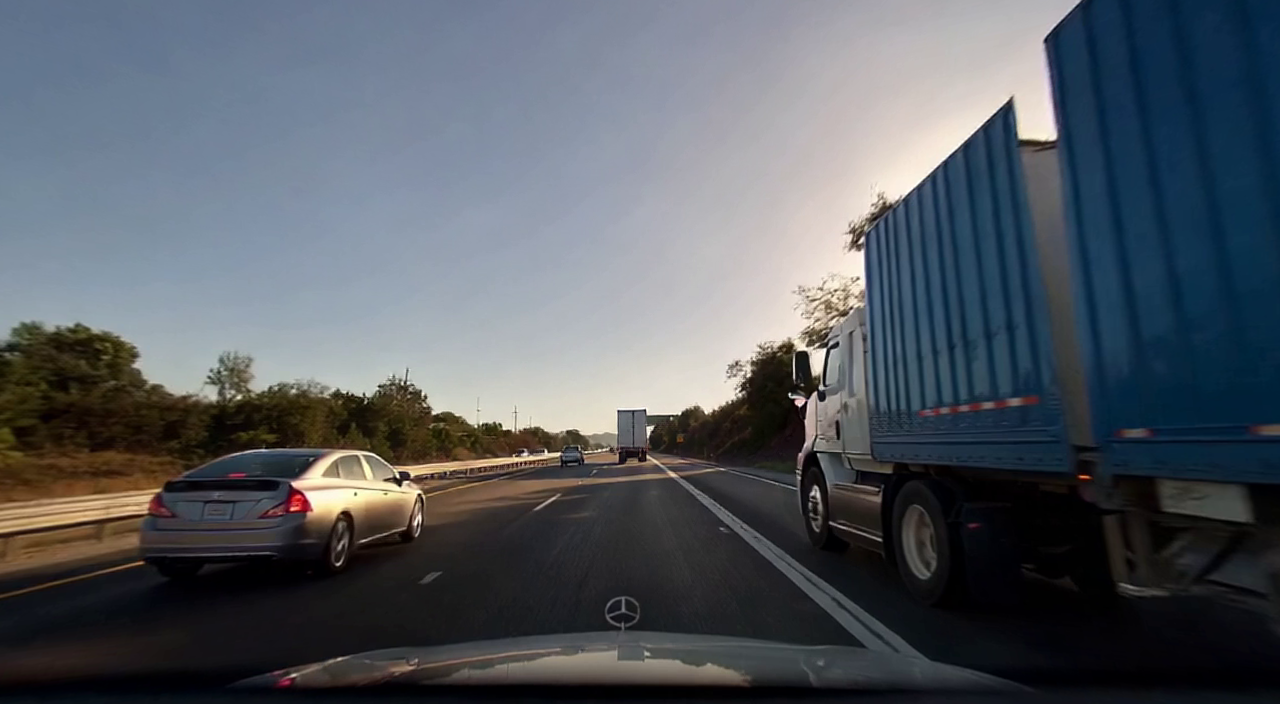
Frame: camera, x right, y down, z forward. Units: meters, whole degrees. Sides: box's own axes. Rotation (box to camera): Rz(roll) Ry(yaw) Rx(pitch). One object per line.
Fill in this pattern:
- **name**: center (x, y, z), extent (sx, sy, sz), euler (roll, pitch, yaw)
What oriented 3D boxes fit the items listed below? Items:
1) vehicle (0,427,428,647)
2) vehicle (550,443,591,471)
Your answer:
- **vehicle**: center (-3.892, 1.595, 6.481), extent (1.978, 1.507, 4.062), euler (0, -9, 0)
- **vehicle**: center (-4.357, 6.644, 39.989), extent (2.115, 1.668, 4.217), euler (0, -9, 0)
